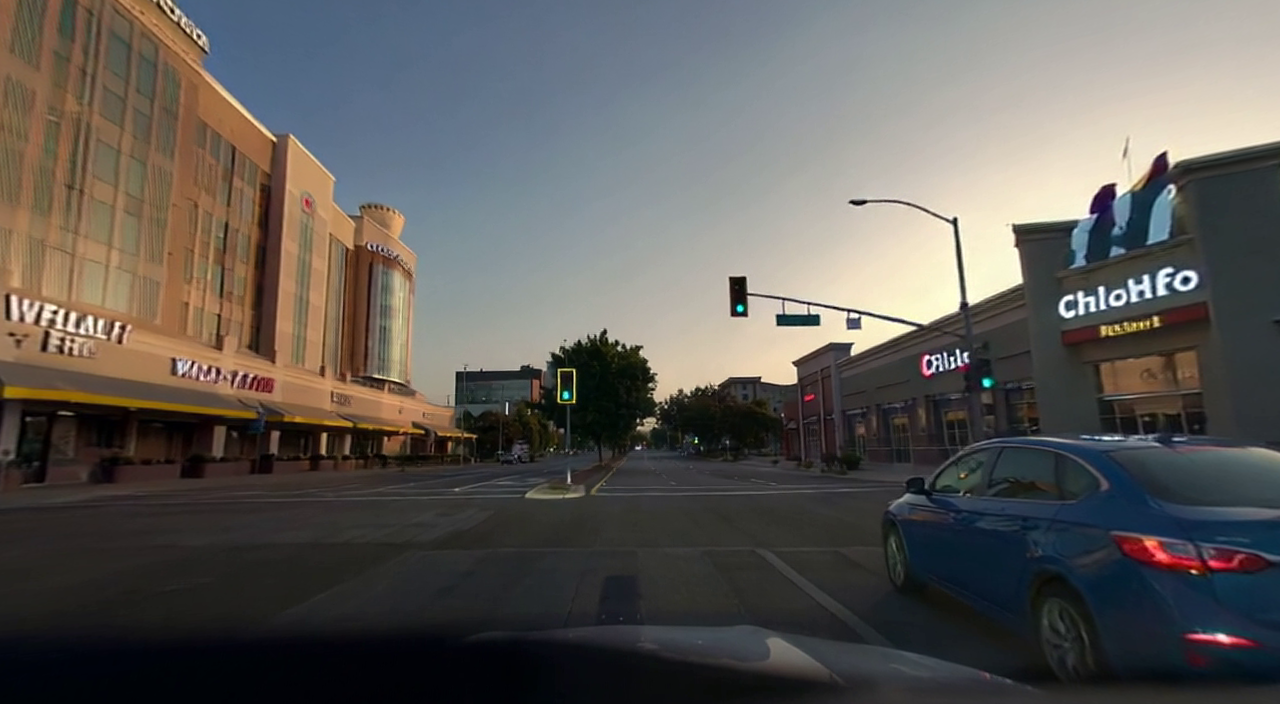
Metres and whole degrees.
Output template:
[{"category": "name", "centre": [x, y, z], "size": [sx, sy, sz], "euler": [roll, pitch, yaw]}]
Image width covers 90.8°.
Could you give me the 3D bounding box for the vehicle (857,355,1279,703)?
[{"category": "vehicle", "centre": [3.196, 1.077, 3.798], "size": [2.015, 1.641, 4.995], "euler": [0, -8, 0]}]
